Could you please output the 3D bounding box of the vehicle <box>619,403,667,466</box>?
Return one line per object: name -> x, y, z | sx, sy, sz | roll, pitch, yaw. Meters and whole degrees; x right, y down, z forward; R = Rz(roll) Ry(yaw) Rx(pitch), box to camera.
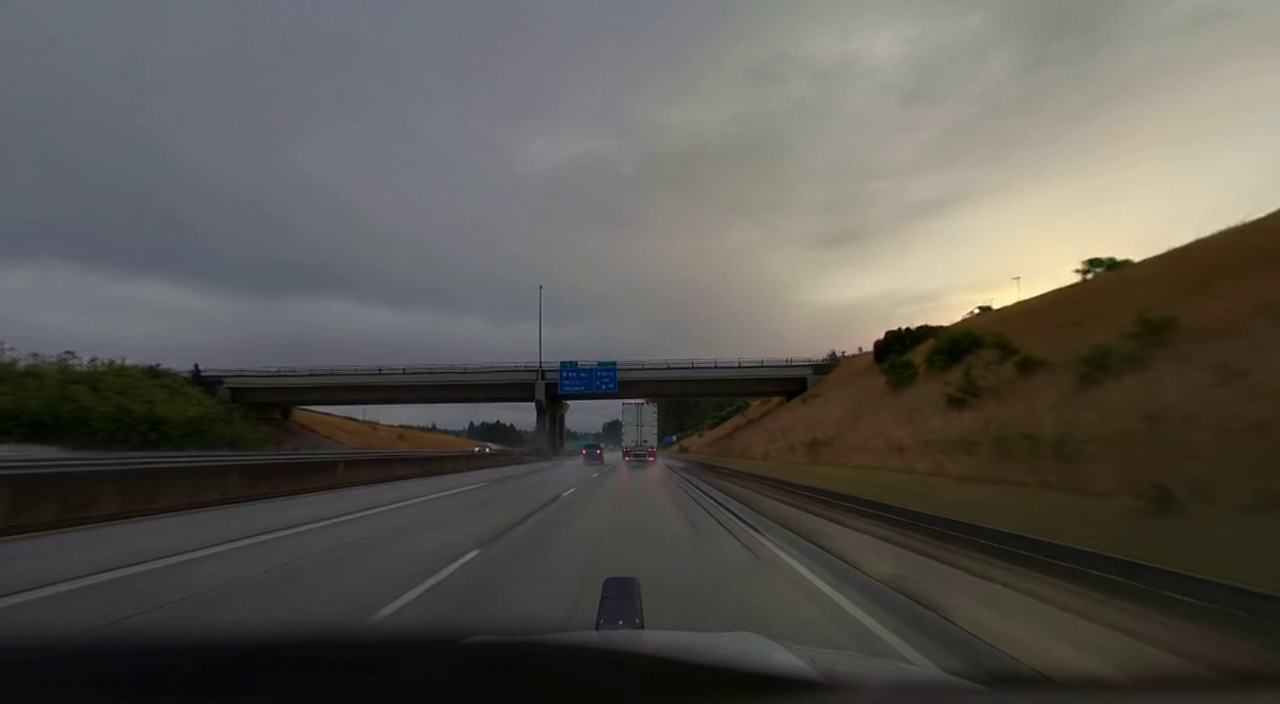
vehicle -> 0.167, 6.201, 46.438 | 3.033, 3.985, 12.383 | 0, -9, 0
